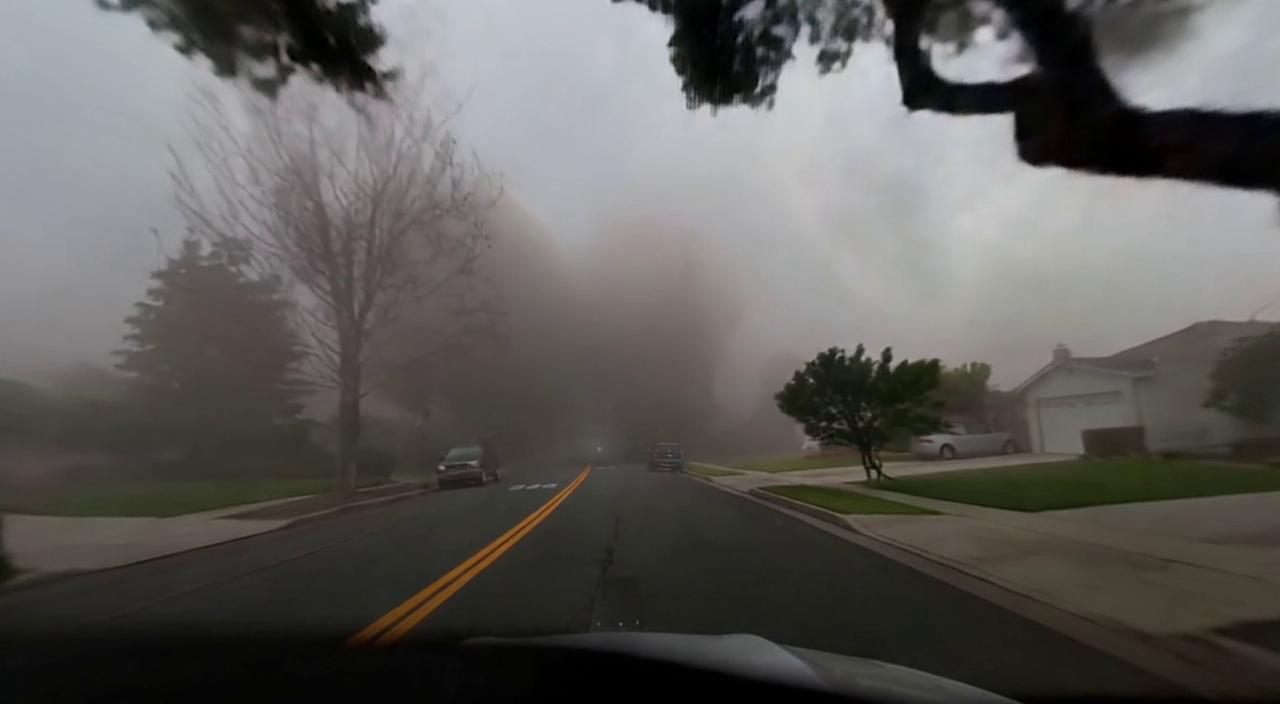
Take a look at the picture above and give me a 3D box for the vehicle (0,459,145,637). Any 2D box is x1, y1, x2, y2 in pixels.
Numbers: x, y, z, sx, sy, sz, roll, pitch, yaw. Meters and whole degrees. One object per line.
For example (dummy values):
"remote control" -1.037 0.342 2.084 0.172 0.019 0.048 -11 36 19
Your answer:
"vehicle" -6.144 1.387 3.761 2.004 1.400 5.505 -2 -10 0

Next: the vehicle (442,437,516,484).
"vehicle" -6.990 4.827 28.151 2.102 1.801 5.574 -1 -10 -3

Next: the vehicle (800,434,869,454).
"vehicle" 14.636 6.915 47.659 4.560 1.350 1.882 -2 -8 0

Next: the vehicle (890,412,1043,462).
"vehicle" 12.991 3.438 25.399 4.938 1.830 2.024 -1 -9 0

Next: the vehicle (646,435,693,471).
"vehicle" 1.466 5.322 33.493 2.007 1.702 4.430 -1 -8 -3

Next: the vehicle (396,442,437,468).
"vehicle" -17.414 8.034 49.418 1.933 1.837 4.670 -1 -8 -5
